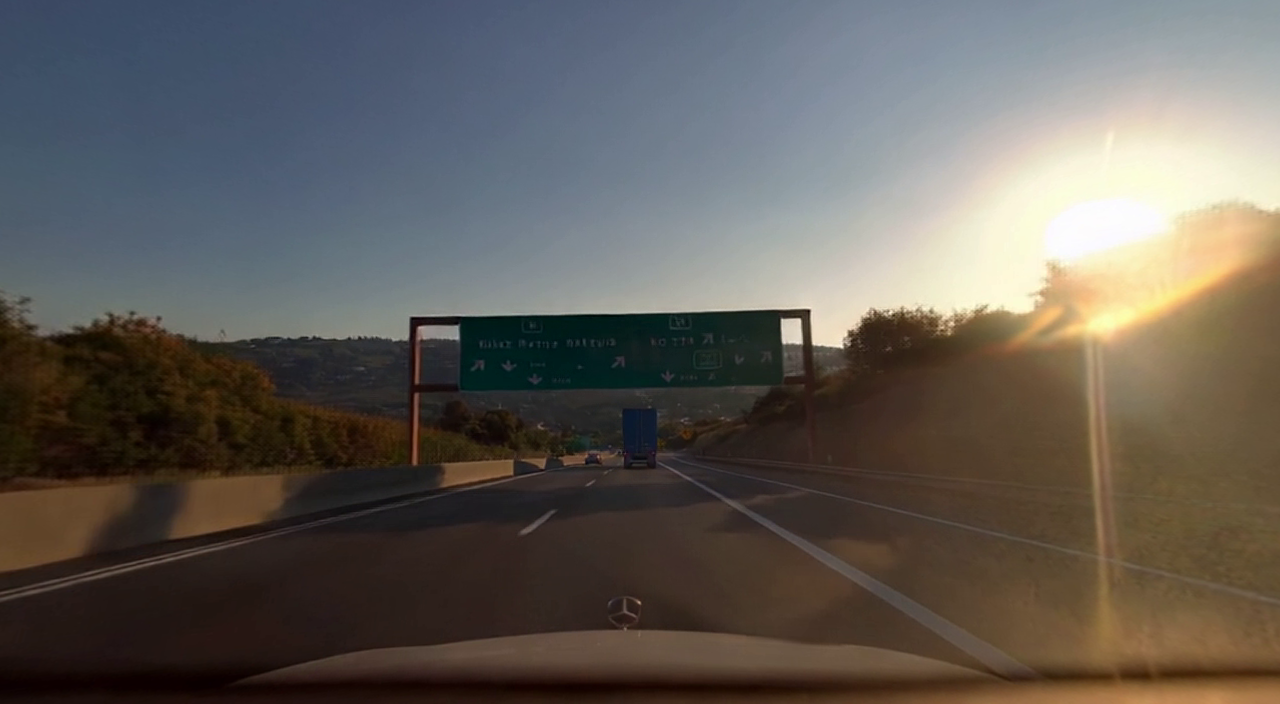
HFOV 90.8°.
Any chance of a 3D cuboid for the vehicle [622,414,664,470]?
[{"bbox_3d":[0.080,6.960,48.409,2.864,3.805,9.500,0,-9,-2],"label":"vehicle"}]
